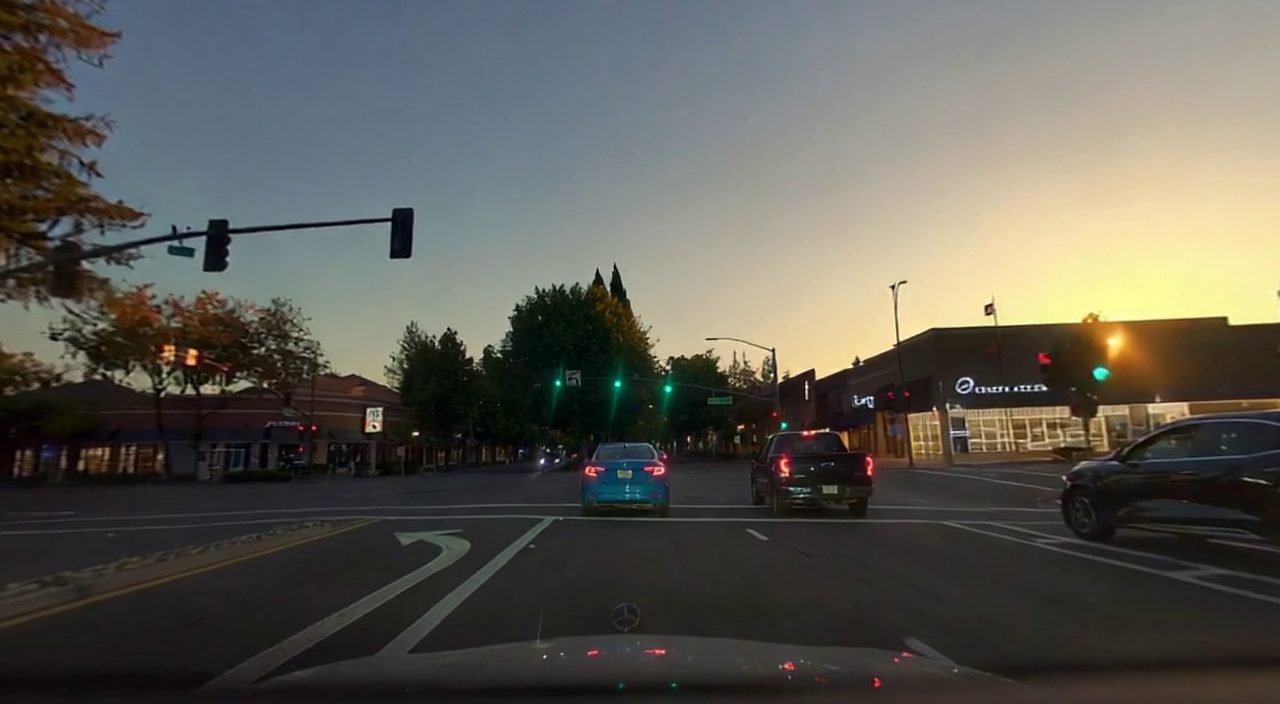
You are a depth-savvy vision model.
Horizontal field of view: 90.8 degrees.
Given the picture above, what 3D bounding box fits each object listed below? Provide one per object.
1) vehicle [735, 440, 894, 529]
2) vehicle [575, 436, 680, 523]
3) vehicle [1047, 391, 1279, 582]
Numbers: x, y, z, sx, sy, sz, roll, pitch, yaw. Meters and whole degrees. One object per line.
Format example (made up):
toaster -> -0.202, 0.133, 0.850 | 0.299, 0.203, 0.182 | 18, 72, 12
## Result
vehicle -> 3.454, 2.697, 13.575 | 1.955, 1.550, 4.587 | 0, -8, -2
vehicle -> -0.280, 2.749, 14.161 | 2.037, 1.674, 3.693 | 0, -8, -1
vehicle -> 7.597, 1.456, 7.041 | 2.240, 1.923, 5.678 | 0, -8, -1
